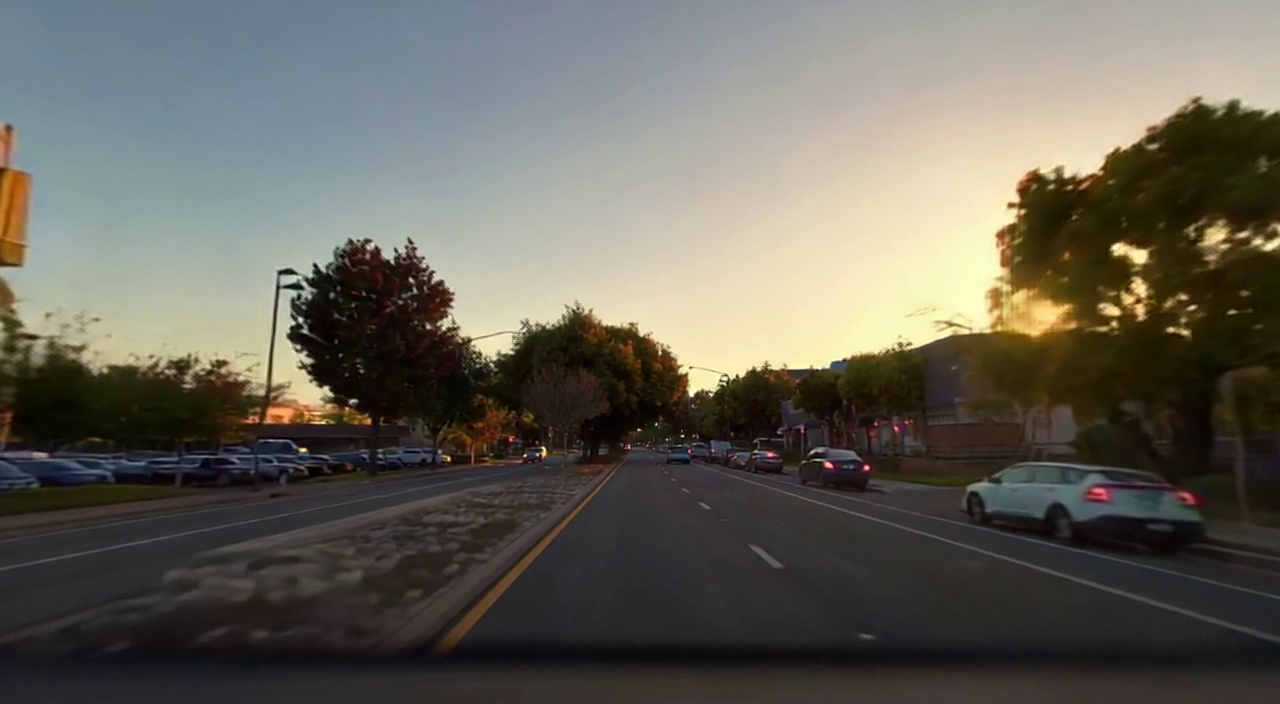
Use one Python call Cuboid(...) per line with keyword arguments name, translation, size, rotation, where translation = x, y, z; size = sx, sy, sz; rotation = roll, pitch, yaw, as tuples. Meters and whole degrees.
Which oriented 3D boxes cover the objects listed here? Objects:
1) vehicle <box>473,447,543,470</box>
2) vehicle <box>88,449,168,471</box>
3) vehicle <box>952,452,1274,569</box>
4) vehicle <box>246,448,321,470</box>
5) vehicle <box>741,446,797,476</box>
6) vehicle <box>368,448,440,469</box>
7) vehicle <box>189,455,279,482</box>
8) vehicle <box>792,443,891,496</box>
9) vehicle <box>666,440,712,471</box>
Cuboid(name="vehicle", translation=(-9.491, 7.609, 45.420), size=(4.700, 1.567, 2.165), rotation=(-6, -10, 32))
Cuboid(name="vehicle", translation=(-38.884, 8.175, 48.106), size=(1.864, 1.502, 4.432), rotation=(-2, -9, 13))
Cuboid(name="vehicle", translation=(7.271, 2.416, 10.491), size=(1.852, 1.448, 4.446), rotation=(0, -8, -1))
Cuboid(name="vehicle", translation=(-25.506, 7.648, 45.371), size=(1.893, 1.477, 4.621), rotation=(-3, -9, 15))
Cuboid(name="vehicle", translation=(7.267, 6.162, 36.071), size=(1.951, 1.601, 5.147), rotation=(0, -8, -2))
Cuboid(name="vehicle", translation=(-17.734, 8.002, 47.494), size=(4.635, 1.457, 2.060), rotation=(-2, -9, 13))
Cuboid(name="vehicle", translation=(-23.819, 6.817, 37.273), size=(1.768, 1.429, 4.423), rotation=(-2, -9, 13))
Cuboid(name="vehicle", translation=(7.140, 4.170, 22.958), size=(1.994, 1.691, 4.472), rotation=(0, -8, -2))
Cuboid(name="vehicle", translation=(2.974, 6.394, 39.333), size=(2.293, 1.814, 4.589), rotation=(0, -8, -3))
